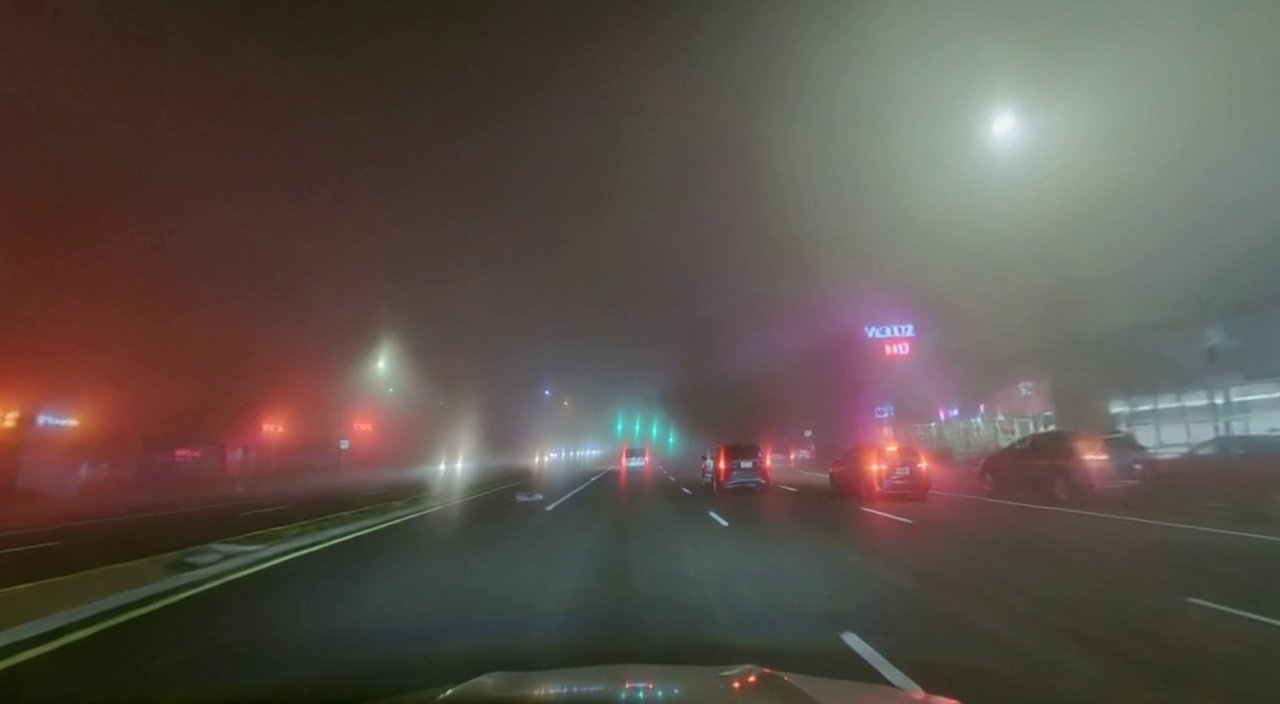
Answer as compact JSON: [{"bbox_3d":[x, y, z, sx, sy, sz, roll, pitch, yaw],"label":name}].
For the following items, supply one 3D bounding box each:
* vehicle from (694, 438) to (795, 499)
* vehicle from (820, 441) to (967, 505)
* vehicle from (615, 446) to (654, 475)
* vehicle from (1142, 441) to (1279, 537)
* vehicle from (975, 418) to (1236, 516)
[{"bbox_3d":[2.942,3.405,18.867,2.072,1.545,4.578,0,-9,-2],"label":"vehicle"},{"bbox_3d":[6.598,3.182,17.100,1.952,1.449,4.544,0,-9,-2],"label":"vehicle"},{"bbox_3d":[-0.309,5.957,34.929,2.052,1.461,4.324,0,-9,0],"label":"vehicle"},{"bbox_3d":[10.486,2.091,9.764,1.763,1.430,4.427,0,-9,0],"label":"vehicle"},{"bbox_3d":[10.470,2.631,14.920,2.248,1.899,4.942,0,-9,-2],"label":"vehicle"}]
